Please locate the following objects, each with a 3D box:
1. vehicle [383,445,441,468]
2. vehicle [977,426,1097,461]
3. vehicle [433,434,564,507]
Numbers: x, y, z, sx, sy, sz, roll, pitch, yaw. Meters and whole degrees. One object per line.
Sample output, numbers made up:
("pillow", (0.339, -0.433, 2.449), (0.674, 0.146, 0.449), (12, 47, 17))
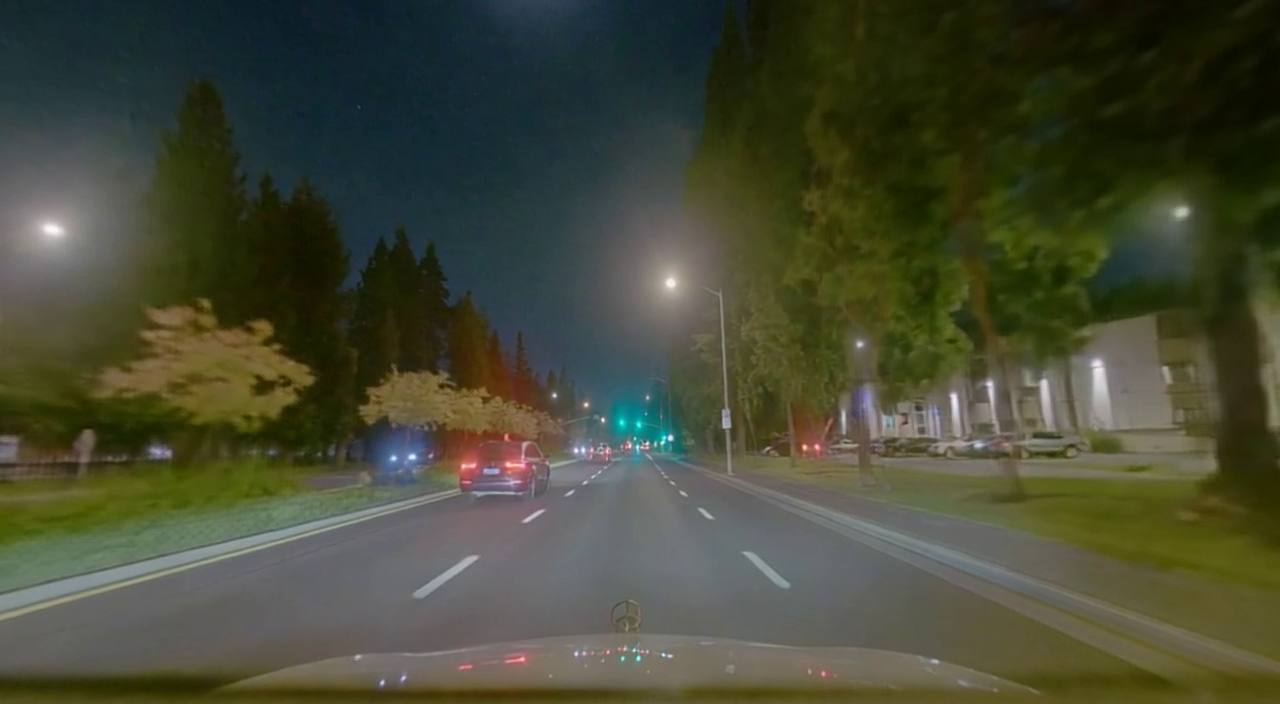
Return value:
("vehicle", (-14.759, 6.762, 41.187), (2.114, 1.429, 4.532), (0, -8, -1))
("vehicle", (19.312, 4.482, 30.856), (4.465, 1.587, 2.178), (0, -11, -7))
("vehicle", (-3.219, 2.813, 15.538), (2.011, 1.498, 4.914), (0, -8, 1))
